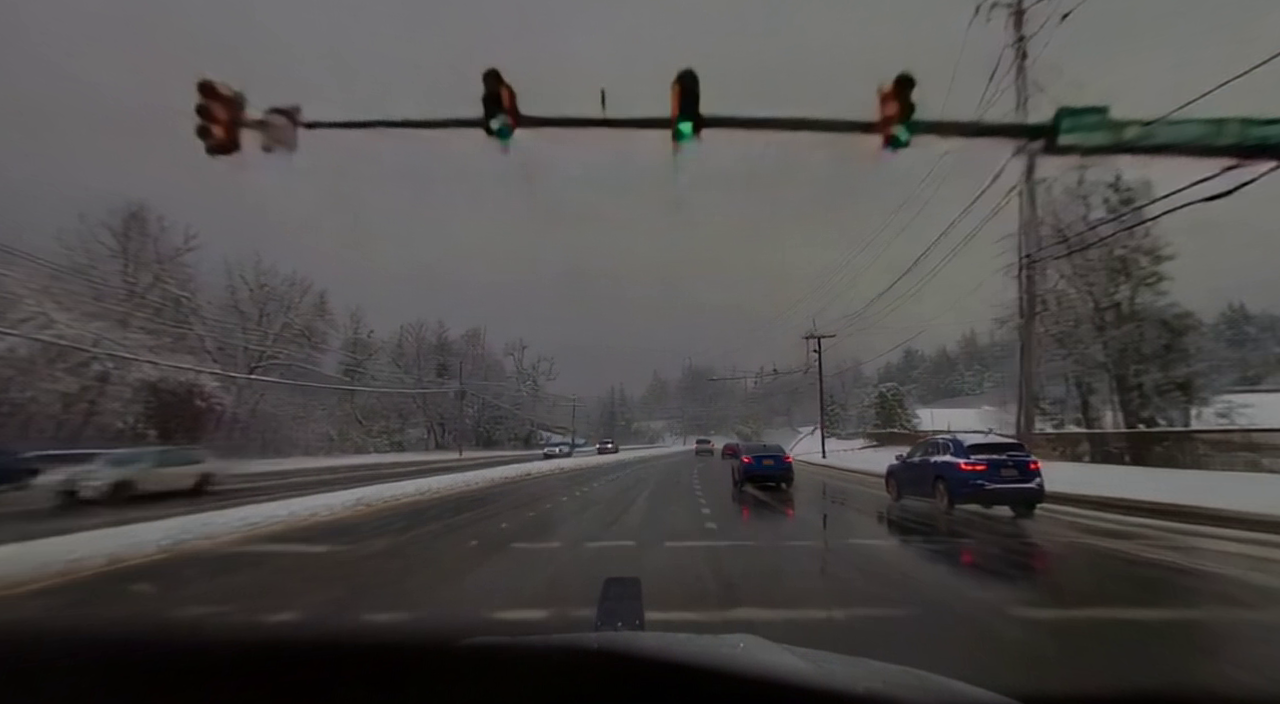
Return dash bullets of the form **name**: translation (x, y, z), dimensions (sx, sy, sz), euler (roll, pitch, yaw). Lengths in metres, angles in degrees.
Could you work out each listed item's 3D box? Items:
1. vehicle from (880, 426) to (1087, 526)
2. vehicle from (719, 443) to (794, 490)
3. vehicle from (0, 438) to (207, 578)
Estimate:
- **vehicle**: translation (7.112, 2.589, 13.765), dimensions (2.029, 1.795, 4.371), euler (0, -9, 0)
- **vehicle**: translation (4.026, 4.014, 22.533), dimensions (2.035, 1.460, 4.392), euler (-1, -9, 3)
- **vehicle**: translation (-8.790, 2.059, 8.743), dimensions (1.933, 1.502, 4.946), euler (7, -8, 1)
